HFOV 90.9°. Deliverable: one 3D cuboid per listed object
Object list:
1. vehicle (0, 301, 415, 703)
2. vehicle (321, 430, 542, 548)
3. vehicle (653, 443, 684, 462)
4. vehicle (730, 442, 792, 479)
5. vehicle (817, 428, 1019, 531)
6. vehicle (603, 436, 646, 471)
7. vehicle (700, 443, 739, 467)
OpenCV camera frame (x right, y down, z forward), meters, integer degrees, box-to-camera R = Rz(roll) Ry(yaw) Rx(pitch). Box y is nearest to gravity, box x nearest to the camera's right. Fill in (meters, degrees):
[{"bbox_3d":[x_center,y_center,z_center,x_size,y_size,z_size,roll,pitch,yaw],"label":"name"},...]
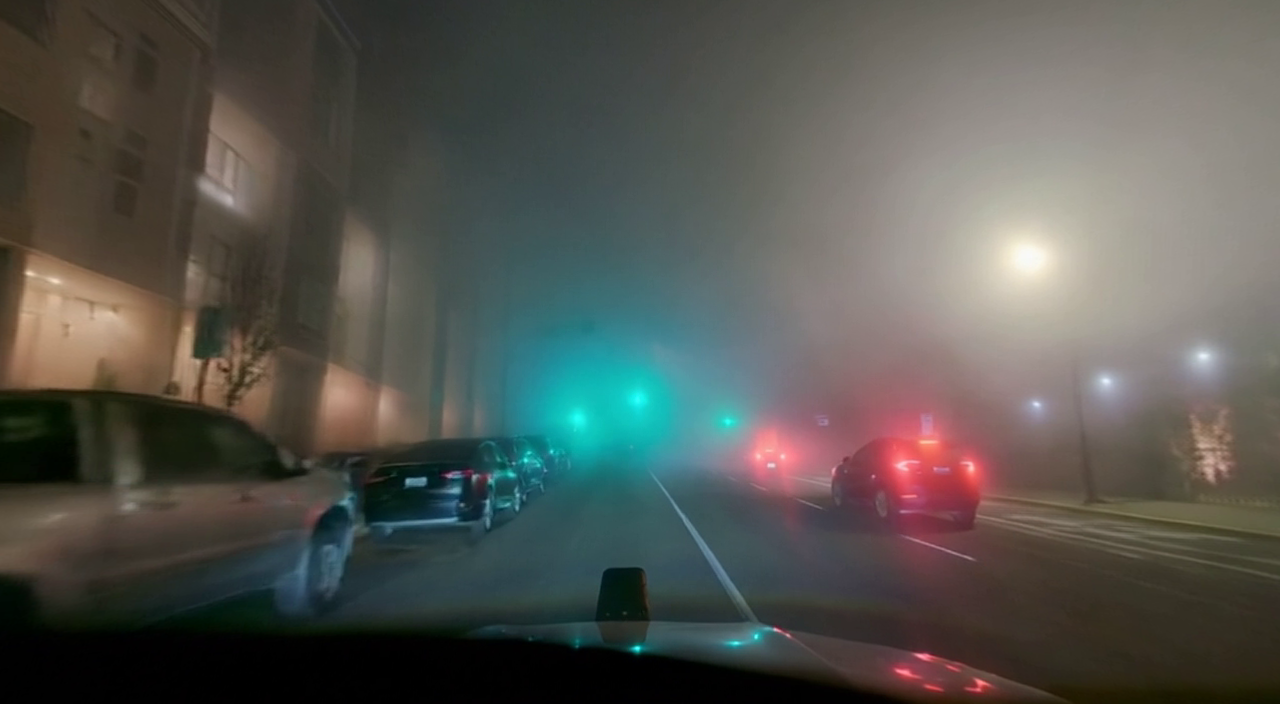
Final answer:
[{"bbox_3d":[-3.404,0.957,3.767,2.187,1.819,5.101,0,-8,0],"label":"vehicle"},{"bbox_3d":[-3.053,2.127,10.597,2.121,1.490,4.910,0,-8,-1],"label":"vehicle"},{"bbox_3d":[2.162,7.810,49.158,2.182,1.450,4.013,0,-8,-1],"label":"vehicle"},{"bbox_3d":[5.090,4.586,26.934,1.799,1.463,3.464,0,-9,-2],"label":"vehicle"},{"bbox_3d":[4.972,2.326,12.051,1.891,1.599,4.173,0,-9,-1],"label":"vehicle"},{"bbox_3d":[-0.763,5.339,33.272,2.122,1.689,3.885,0,-8,0],"label":"vehicle"},{"bbox_3d":[5.126,6.681,41.188,1.917,1.467,4.452,0,-8,-1],"label":"vehicle"}]
